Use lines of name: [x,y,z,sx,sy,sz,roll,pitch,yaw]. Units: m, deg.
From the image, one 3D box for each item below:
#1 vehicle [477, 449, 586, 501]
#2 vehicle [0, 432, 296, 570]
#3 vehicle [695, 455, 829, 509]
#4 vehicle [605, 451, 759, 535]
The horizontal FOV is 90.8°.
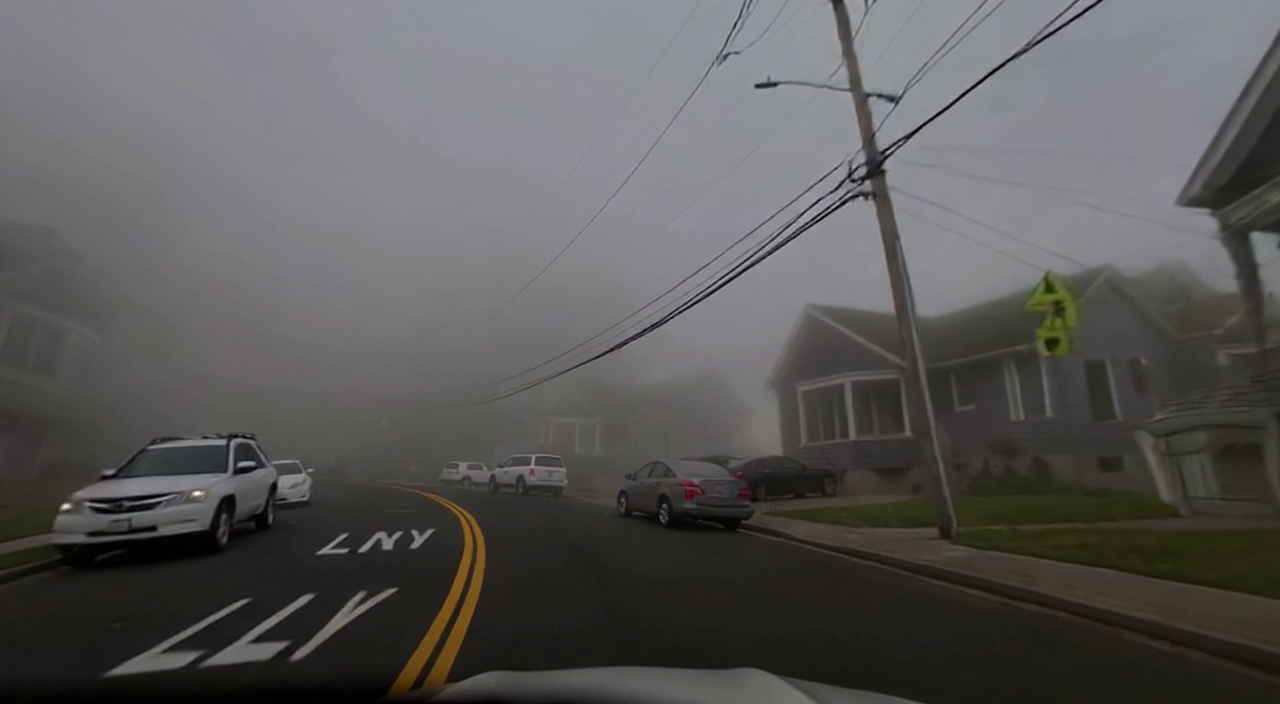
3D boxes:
vehicle: [-4.763,5.182,27.032,2.449,1.869,5.504,10,-13,-32]
vehicle: [-8.352,2.556,11.580,2.378,1.840,5.389,2,-11,-16]
vehicle: [4.196,4.370,21.682,4.163,1.586,2.023,5,-10,-29]
vehicle: [0.778,3.191,14.848,1.923,1.531,4.568,7,-10,-18]
